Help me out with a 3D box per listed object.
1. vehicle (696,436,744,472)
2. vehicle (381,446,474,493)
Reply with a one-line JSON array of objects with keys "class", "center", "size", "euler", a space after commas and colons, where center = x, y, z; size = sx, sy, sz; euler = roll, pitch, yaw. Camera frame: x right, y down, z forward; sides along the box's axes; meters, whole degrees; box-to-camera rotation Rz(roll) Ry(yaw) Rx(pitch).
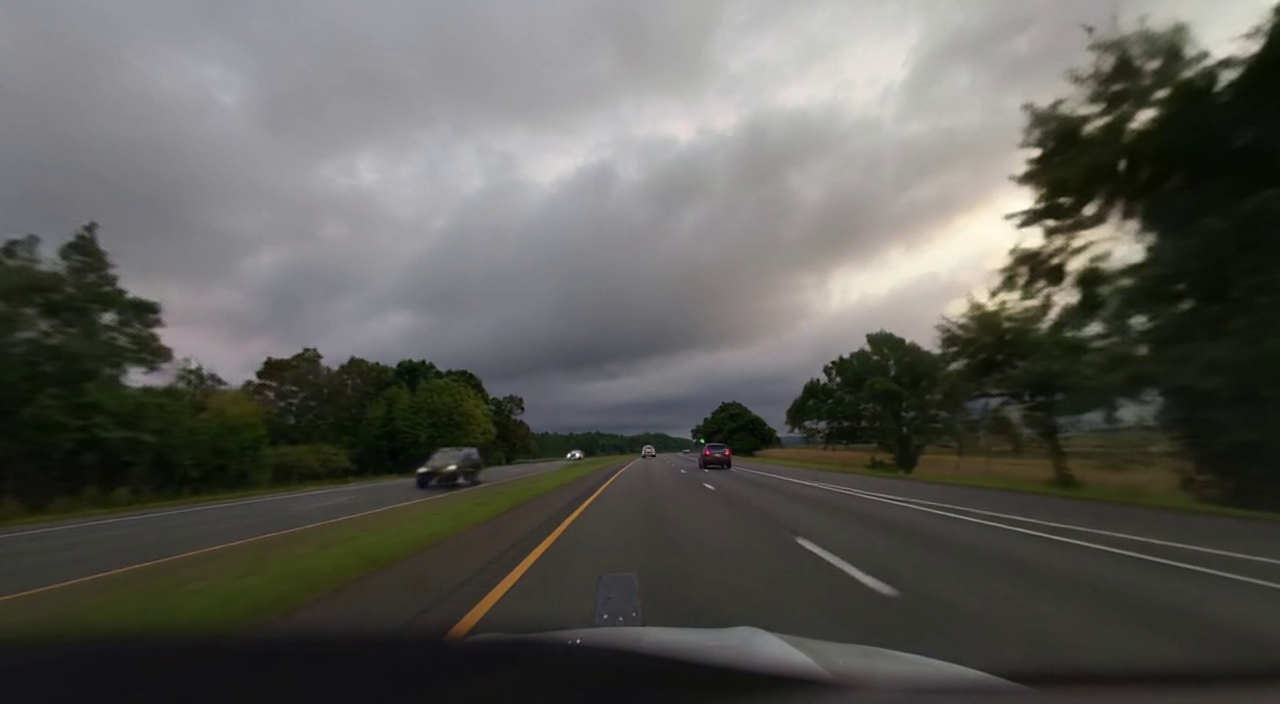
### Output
[{"class": "vehicle", "center": [4.709, 6.112, 37.808], "size": [2.189, 2.007, 4.872], "euler": [0, -9, -1]}, {"class": "vehicle", "center": [-8.598, 4.775, 26.019], "size": [2.094, 1.707, 4.766], "euler": [0, -9, 0]}]
